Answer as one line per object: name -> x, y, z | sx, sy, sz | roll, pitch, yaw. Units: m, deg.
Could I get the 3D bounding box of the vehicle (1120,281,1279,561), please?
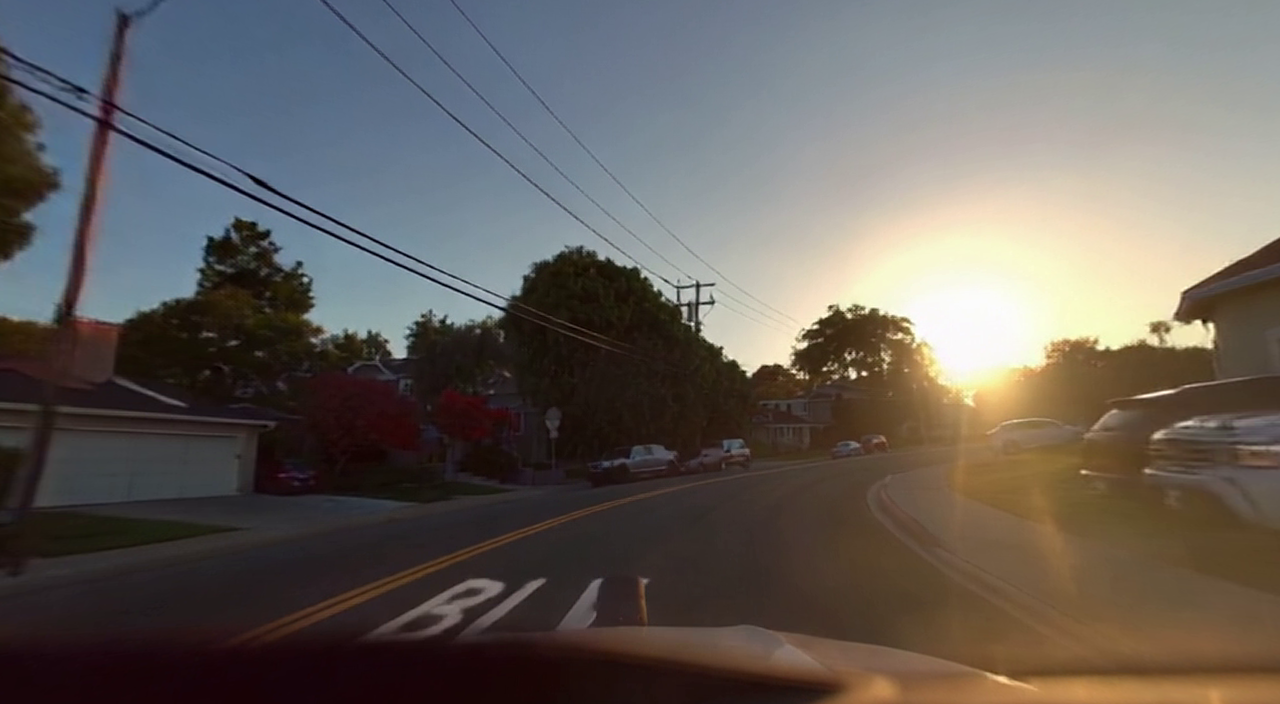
vehicle -> 7.262, 0.554, 4.951 | 5.011, 2.014, 2.056 | -2, -9, 11

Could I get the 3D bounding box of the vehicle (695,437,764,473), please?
vehicle -> 4.991, 5.750, 34.822 | 2.056, 1.726, 4.463 | -8, -14, 31

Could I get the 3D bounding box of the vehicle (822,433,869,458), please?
vehicle -> 15.360, 7.018, 47.154 | 1.971, 1.539, 4.110 | -7, -15, 39

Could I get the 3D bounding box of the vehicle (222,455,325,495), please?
vehicle -> -15.141, 5.044, 26.121 | 3.697, 1.489, 1.842 | -4, -9, 26

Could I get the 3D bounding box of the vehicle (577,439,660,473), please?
vehicle -> -1.293, 5.883, 35.995 | 2.155, 1.802, 4.758 | 8, -11, -42
